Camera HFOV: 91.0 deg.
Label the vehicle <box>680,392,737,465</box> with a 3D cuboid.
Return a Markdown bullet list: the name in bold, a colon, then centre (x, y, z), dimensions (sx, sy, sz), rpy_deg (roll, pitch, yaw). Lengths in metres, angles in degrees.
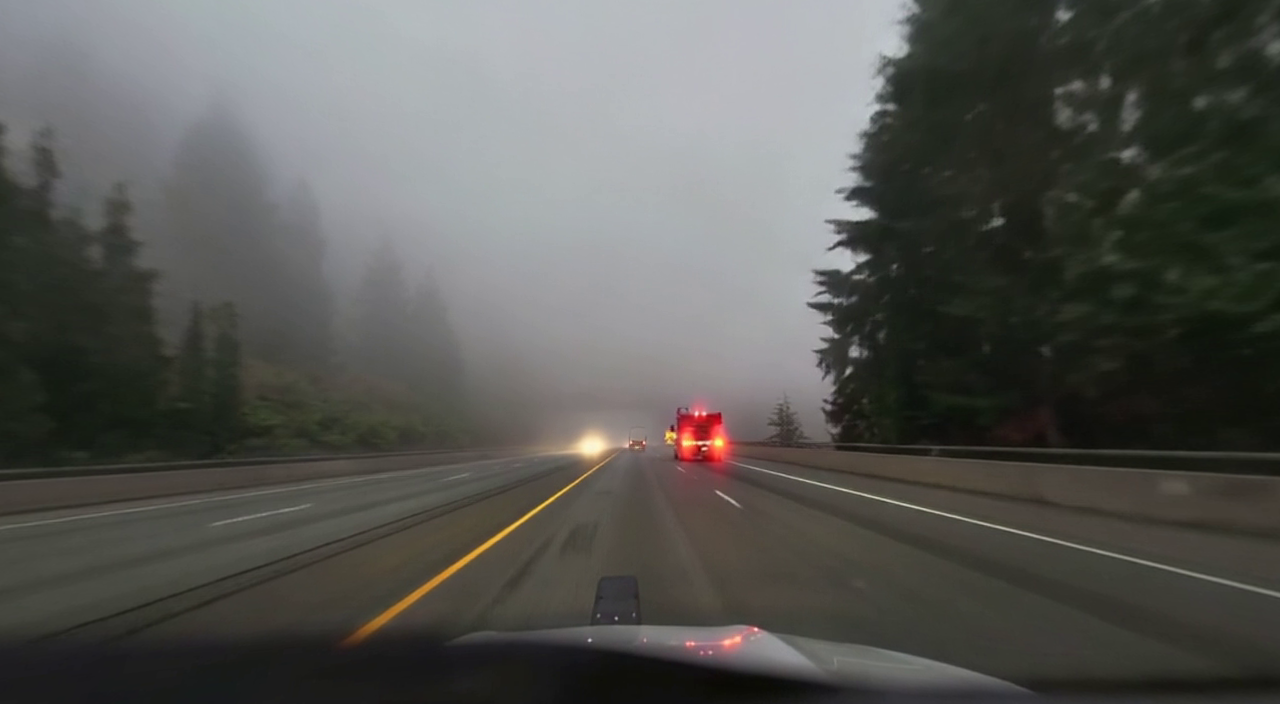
- **vehicle**: centre (4.233, 4.866, 40.036), dimensions (2.875, 4.206, 4.999), rpy_deg (-2, -7, -1)
